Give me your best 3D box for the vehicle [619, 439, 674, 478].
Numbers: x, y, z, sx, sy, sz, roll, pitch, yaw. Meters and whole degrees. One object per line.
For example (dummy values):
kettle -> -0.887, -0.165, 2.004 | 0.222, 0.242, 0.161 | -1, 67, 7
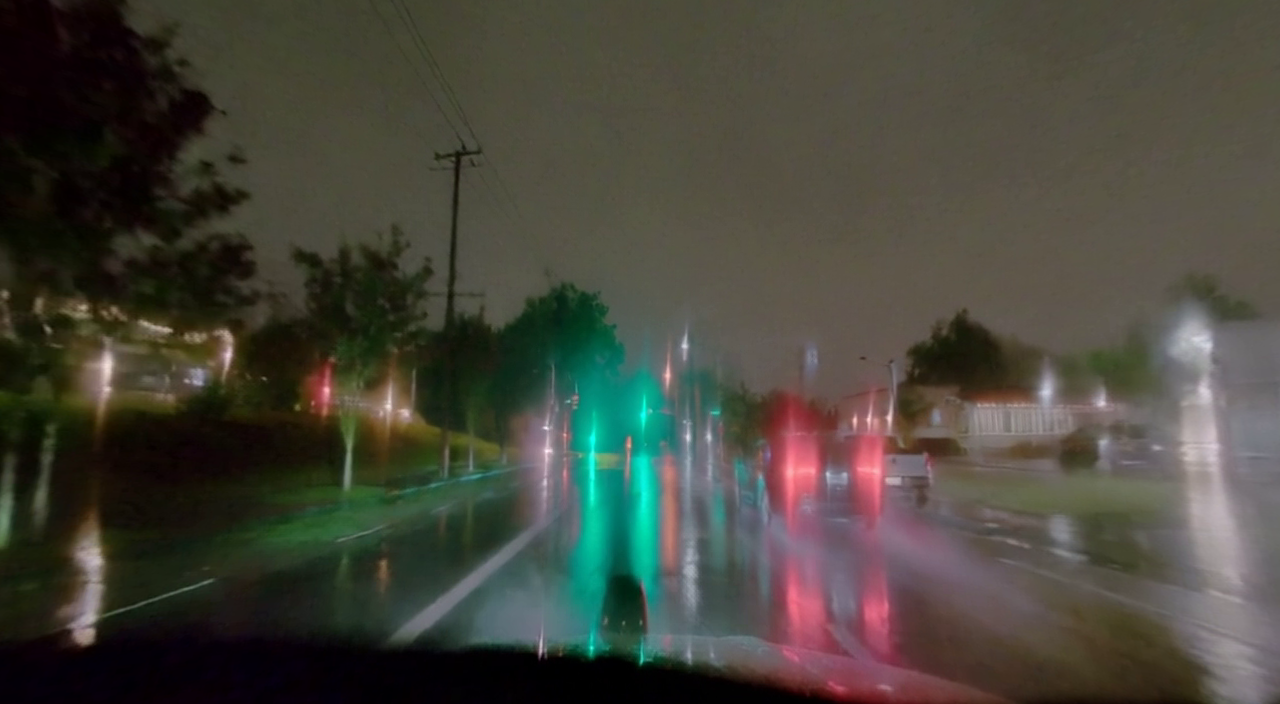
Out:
vehicle -> 0.241, 4.370, 26.266 | 2.101, 1.467, 4.210 | 0, -8, 0

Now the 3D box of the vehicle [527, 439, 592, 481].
vehicle -> -3.117, 4.266, 25.282 | 2.012, 1.505, 4.205 | 0, -8, 1

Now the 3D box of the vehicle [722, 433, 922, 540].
vehicle -> 2.856, 2.219, 11.151 | 2.158, 1.483, 4.415 | 0, -8, -1

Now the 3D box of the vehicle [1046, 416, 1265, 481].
vehicle -> 16.528, 3.210, 20.792 | 2.478, 1.836, 5.409 | 0, -9, -2

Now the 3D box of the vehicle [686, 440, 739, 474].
vehicle -> 3.308, 4.875, 29.512 | 1.943, 1.484, 4.030 | 0, -8, -1
